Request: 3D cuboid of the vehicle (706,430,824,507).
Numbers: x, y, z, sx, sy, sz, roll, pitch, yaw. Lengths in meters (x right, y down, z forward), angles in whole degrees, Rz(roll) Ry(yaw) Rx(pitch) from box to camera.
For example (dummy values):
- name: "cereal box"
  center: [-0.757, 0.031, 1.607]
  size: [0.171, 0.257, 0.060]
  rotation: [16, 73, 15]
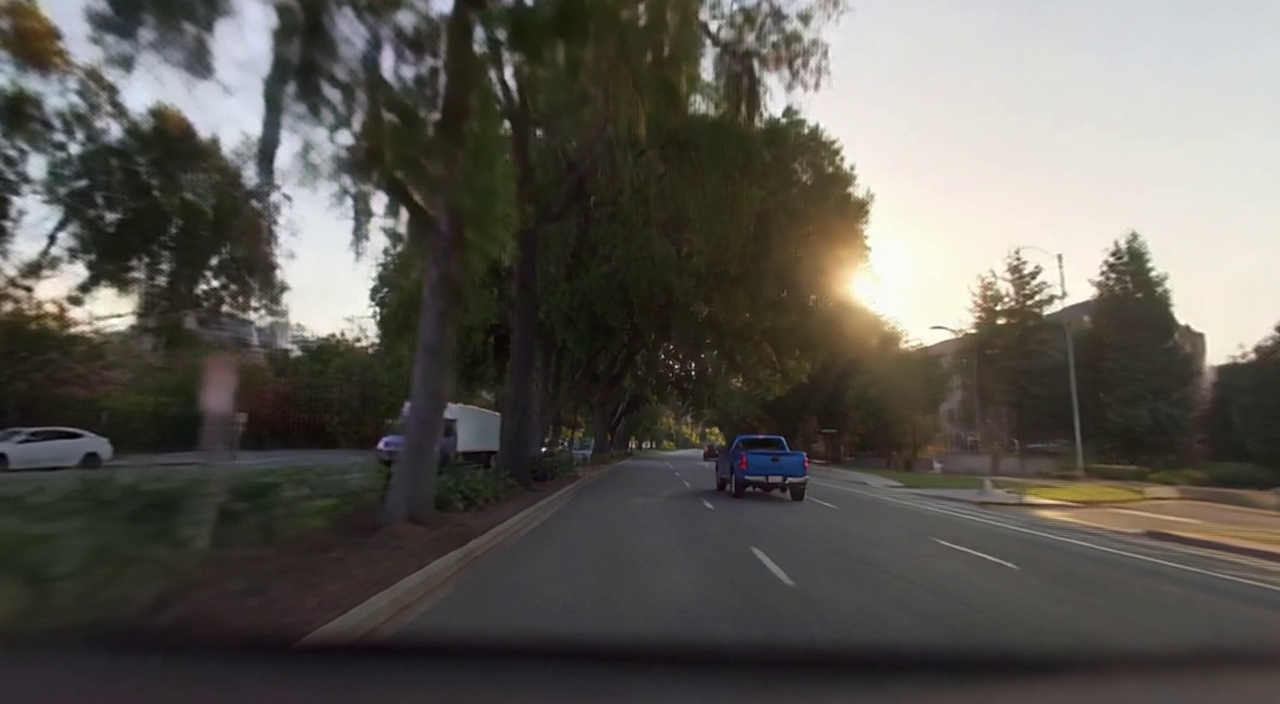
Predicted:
- name: "vehicle"
  center: [3.064, 2.972, 16.570]
  size: [2.108, 1.712, 4.616]
  rotation: [0, -8, -1]

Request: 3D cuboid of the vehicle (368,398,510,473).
- name: "vehicle"
  center: [-8.554, 3.857, 28.695]
  size: [3.046, 2.782, 10.538]
  rotation: [0, -8, 0]

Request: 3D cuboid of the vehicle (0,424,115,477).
- name: "vehicle"
  center: [-18.913, 2.980, 19.187]
  size: [1.908, 1.471, 4.556]
  rotation: [0, -8, -1]
